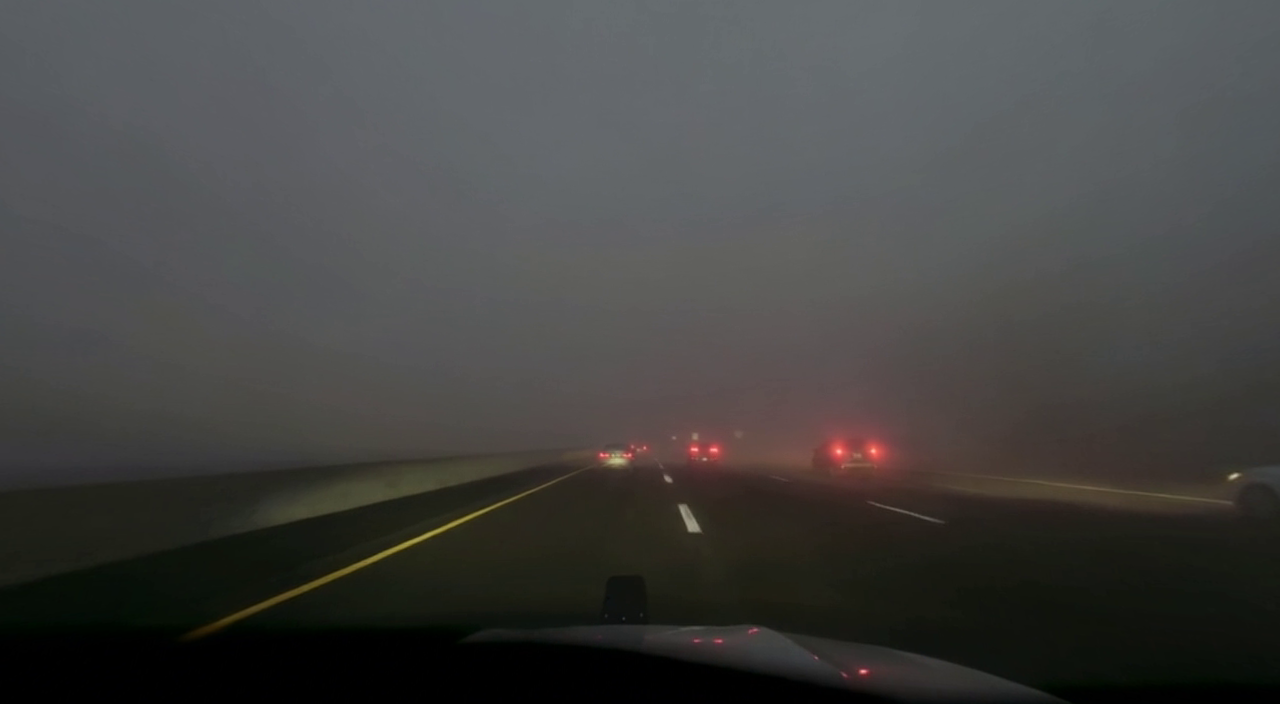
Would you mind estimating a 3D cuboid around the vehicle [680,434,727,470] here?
[{"bbox_3d":[3.248,5.230,32.986,2.063,1.698,4.355,0,-8,0],"label":"vehicle"}]

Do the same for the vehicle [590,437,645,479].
[{"bbox_3d":[-0.830,4.326,25.908,2.050,1.546,4.344,0,-8,1],"label":"vehicle"}]
